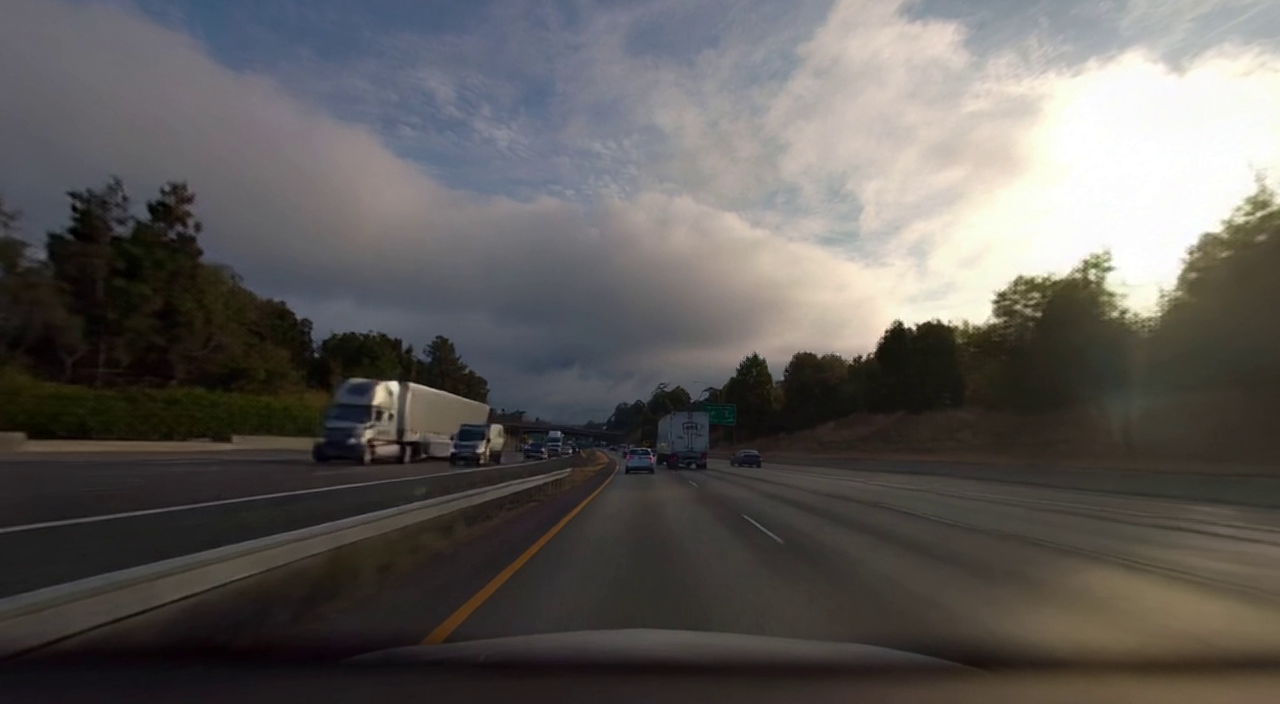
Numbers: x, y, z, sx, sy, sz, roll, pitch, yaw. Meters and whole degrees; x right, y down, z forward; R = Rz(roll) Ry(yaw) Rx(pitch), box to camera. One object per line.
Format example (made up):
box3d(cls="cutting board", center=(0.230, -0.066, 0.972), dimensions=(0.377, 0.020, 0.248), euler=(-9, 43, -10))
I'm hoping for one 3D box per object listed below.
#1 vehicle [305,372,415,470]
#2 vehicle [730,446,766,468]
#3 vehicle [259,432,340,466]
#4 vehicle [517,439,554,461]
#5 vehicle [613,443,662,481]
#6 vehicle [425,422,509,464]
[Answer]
box3d(cls="vehicle", center=(-11.969, 3.053, 27.329), dimensions=(3.011, 3.951, 3.378), euler=(0, -9, 0))
box3d(cls="vehicle", center=(8.472, 8.260, 49.656), dimensions=(1.902, 1.652, 3.995), euler=(0, -9, -3))
box3d(cls="vehicle", center=(-18.155, 5.213, 33.847), dimensions=(2.052, 1.652, 4.093), euler=(0, -9, 0))
box3d(cls="vehicle", center=(-7.414, 6.991, 44.987), dimensions=(1.928, 1.473, 4.170), euler=(0, -9, 0))
box3d(cls="vehicle", center=(-0.138, 4.998, 28.875), dimensions=(2.111, 1.599, 3.859), euler=(0, -9, -1))
box3d(cls="vehicle", center=(-7.984, 4.322, 29.801), dimensions=(2.382, 1.802, 5.288), euler=(0, -9, 1))
